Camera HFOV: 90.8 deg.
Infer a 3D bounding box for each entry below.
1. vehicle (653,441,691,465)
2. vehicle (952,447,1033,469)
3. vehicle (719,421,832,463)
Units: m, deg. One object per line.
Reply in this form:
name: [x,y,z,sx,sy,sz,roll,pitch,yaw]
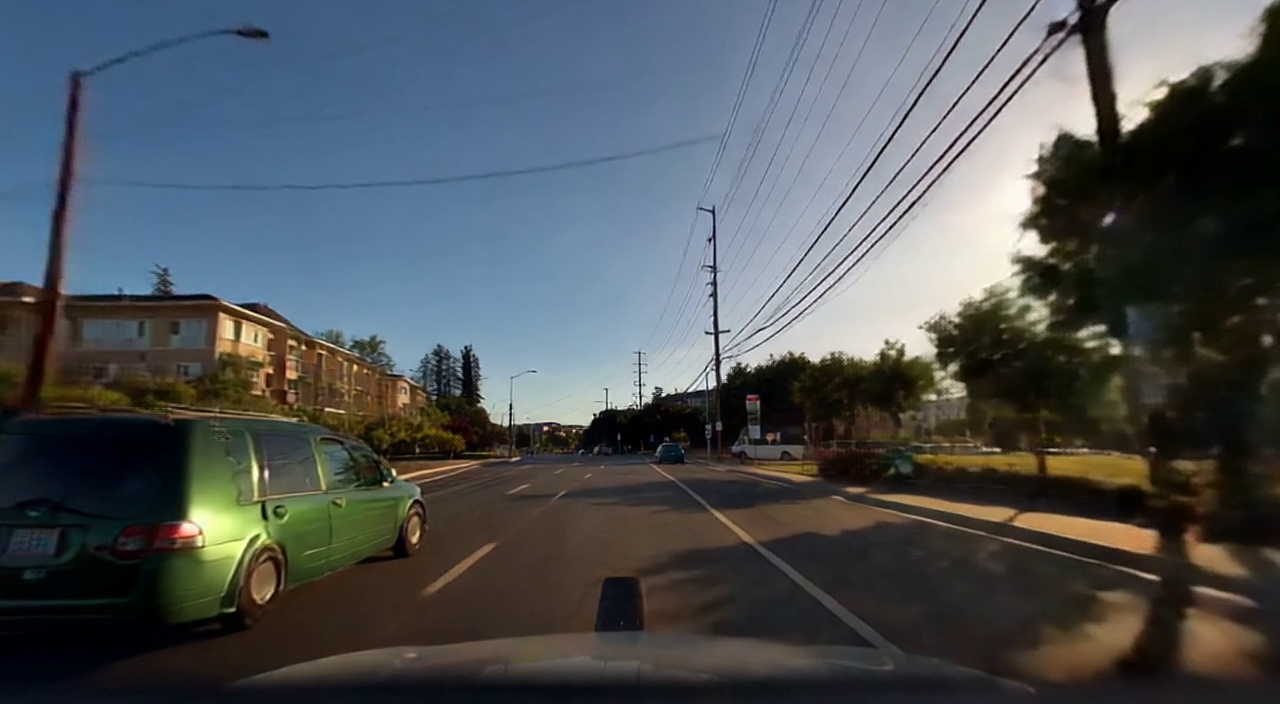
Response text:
vehicle: [2.022,6.567,41.133,2.015,1.467,4.117,1,-8,-4]
vehicle: [24.312,7.339,43.689,4.462,1.449,1.877,0,-8,-2]
vehicle: [10.374,7.014,48.764,7.877,3.013,2.916,-5,-11,30]
